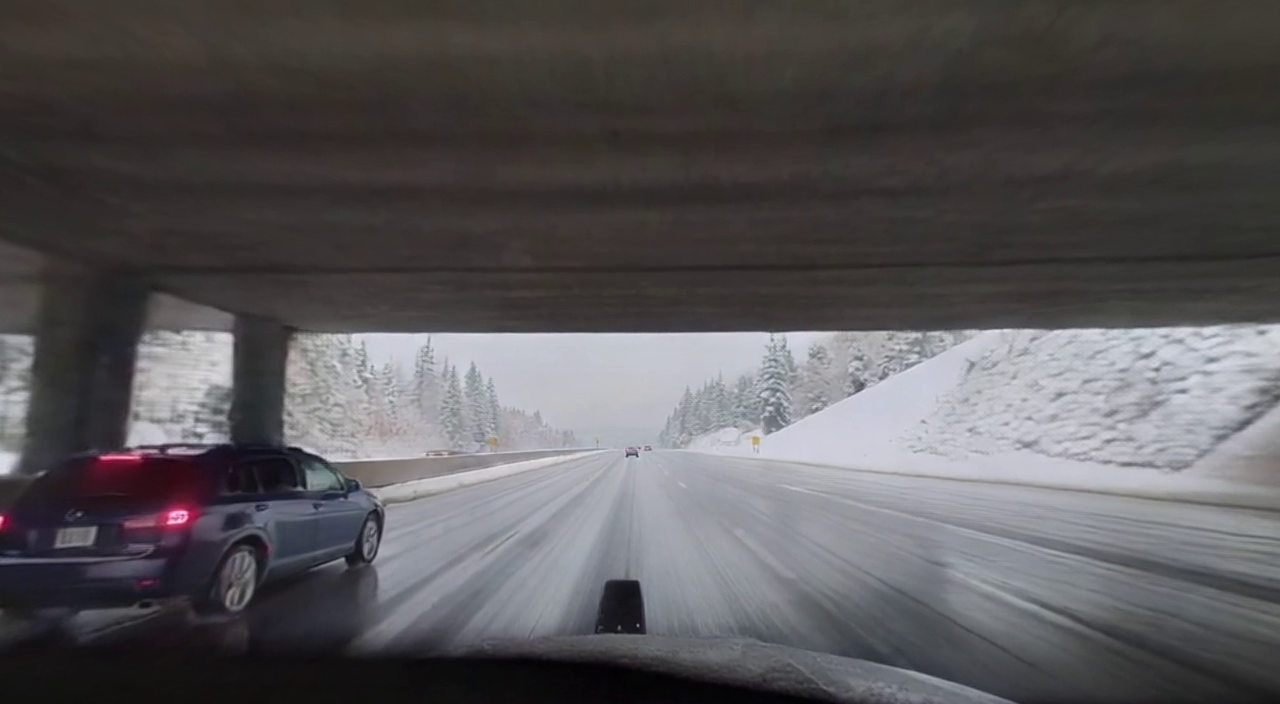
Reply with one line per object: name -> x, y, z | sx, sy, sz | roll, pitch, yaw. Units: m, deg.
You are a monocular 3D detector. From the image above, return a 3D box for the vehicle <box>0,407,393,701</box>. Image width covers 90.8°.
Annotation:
vehicle -> -4.075, 1.404, 5.556 | 2.050, 1.547, 4.266 | 0, -9, 0
